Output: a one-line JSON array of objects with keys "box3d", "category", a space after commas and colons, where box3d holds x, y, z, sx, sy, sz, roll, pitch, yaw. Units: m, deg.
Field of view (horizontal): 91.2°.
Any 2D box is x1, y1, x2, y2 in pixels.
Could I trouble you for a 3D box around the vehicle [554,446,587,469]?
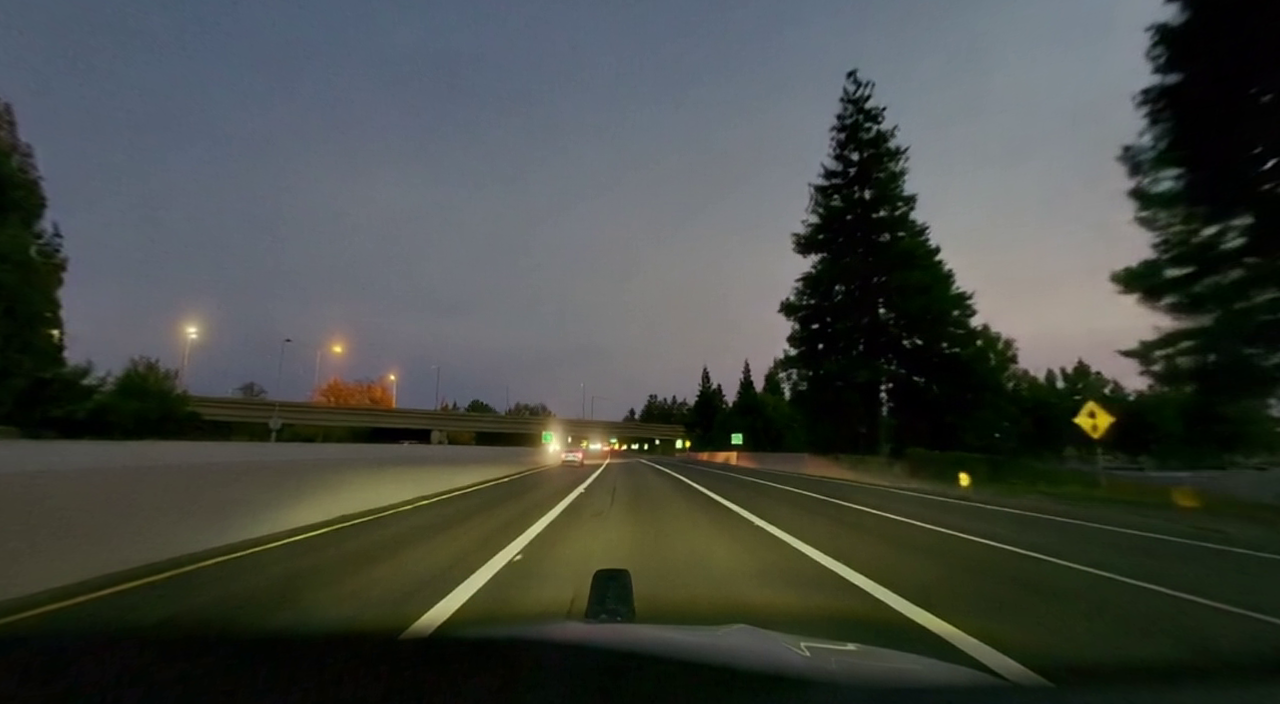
[{"box3d": [-4.918, 7.519, 44.833, 2.008, 1.521, 4.129, 0, -9, -1], "category": "vehicle"}]
